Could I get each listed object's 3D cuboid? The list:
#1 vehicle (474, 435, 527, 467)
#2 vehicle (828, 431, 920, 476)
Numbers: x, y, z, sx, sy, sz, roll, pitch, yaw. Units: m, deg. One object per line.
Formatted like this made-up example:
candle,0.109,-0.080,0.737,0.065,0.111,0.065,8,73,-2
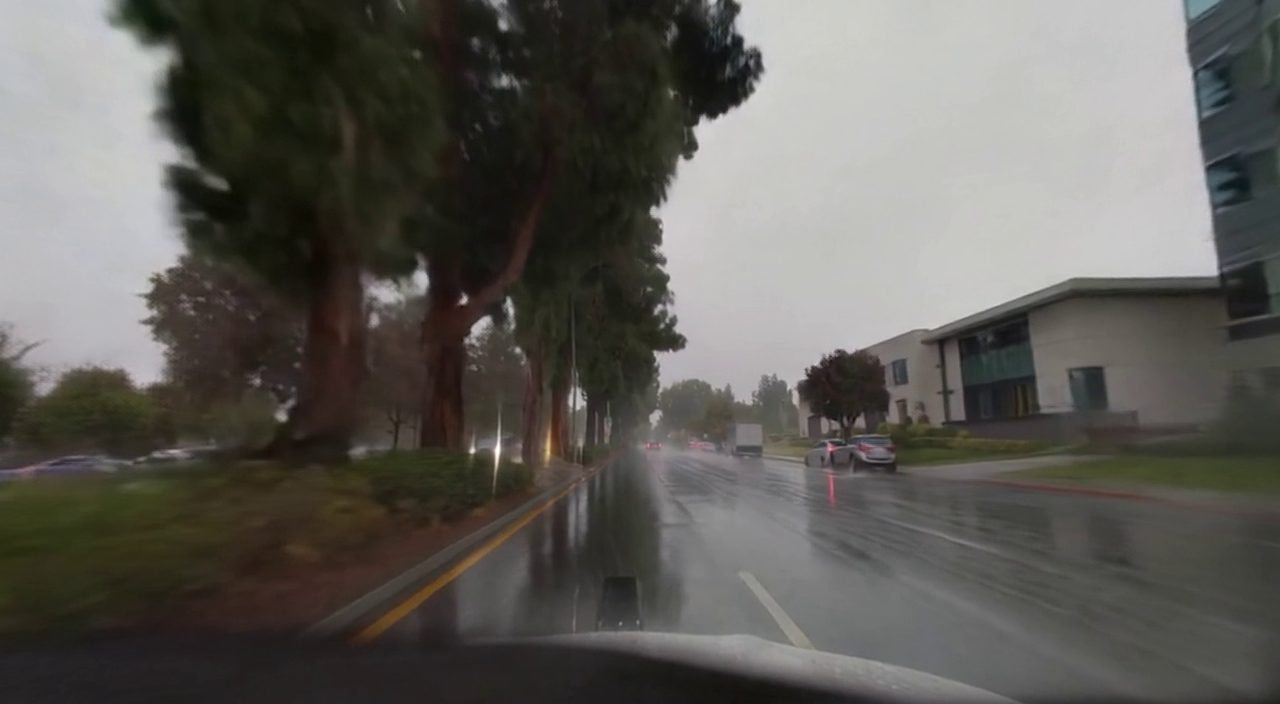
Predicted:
vehicle,-8.833,6.305,40.377,2.212,1.904,4.986,-1,-8,1
vehicle,10.180,4.455,27.954,2.043,1.761,5.022,0,-8,-1
